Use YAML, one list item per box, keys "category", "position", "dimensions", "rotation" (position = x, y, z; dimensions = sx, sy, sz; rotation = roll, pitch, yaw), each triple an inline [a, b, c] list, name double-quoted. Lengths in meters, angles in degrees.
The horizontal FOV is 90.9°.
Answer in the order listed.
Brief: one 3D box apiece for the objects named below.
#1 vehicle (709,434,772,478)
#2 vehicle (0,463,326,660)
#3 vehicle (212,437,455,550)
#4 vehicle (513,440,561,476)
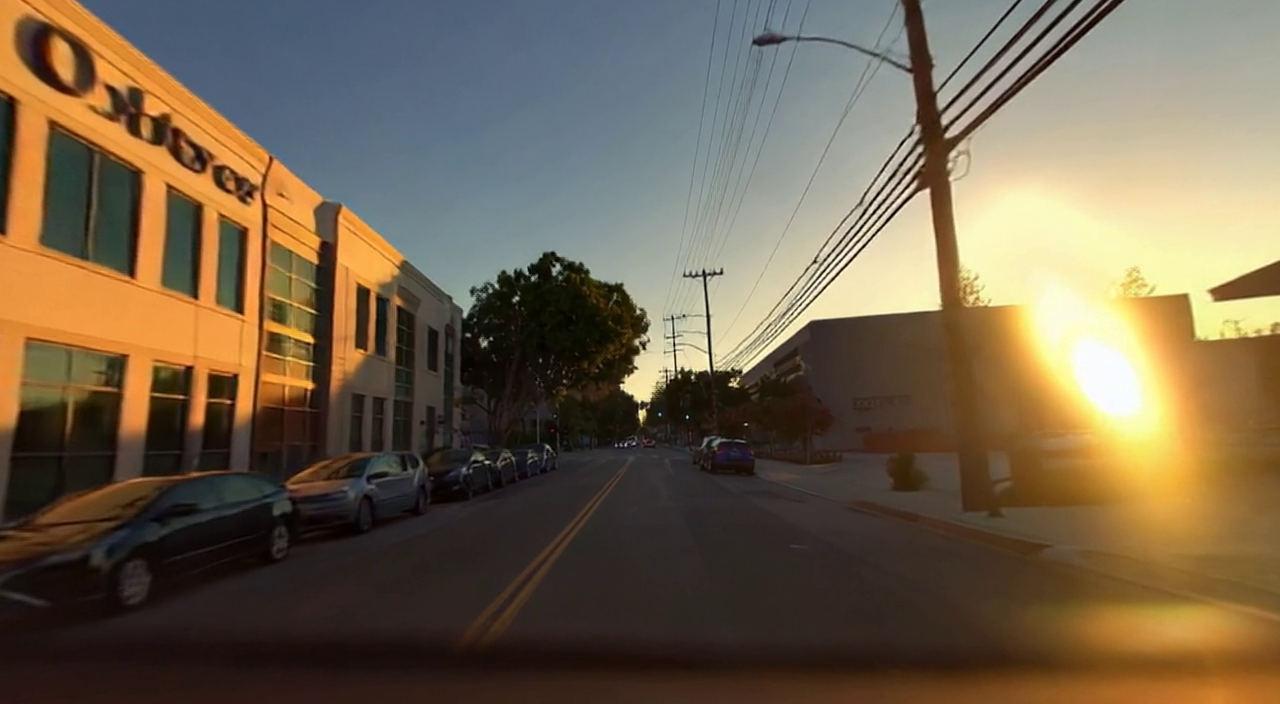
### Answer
- category: "vehicle"
  position: [3.994, 4.210, 25.774]
  dimensions: [1.948, 1.607, 4.873]
  rotation: [0, -8, 2]
- category: "vehicle"
  position: [-5.960, 2.150, 7.570]
  dimensions: [1.982, 1.453, 4.577]
  rotation: [0, -8, 1]
- category: "vehicle"
  position: [-5.815, 2.698, 12.993]
  dimensions: [2.286, 1.836, 5.088]
  rotation: [-1, -8, 2]
- category: "vehicle"
  position: [-5.755, 5.930, 35.767]
  dimensions: [2.126, 1.864, 4.831]
  rotation: [0, -8, -2]
